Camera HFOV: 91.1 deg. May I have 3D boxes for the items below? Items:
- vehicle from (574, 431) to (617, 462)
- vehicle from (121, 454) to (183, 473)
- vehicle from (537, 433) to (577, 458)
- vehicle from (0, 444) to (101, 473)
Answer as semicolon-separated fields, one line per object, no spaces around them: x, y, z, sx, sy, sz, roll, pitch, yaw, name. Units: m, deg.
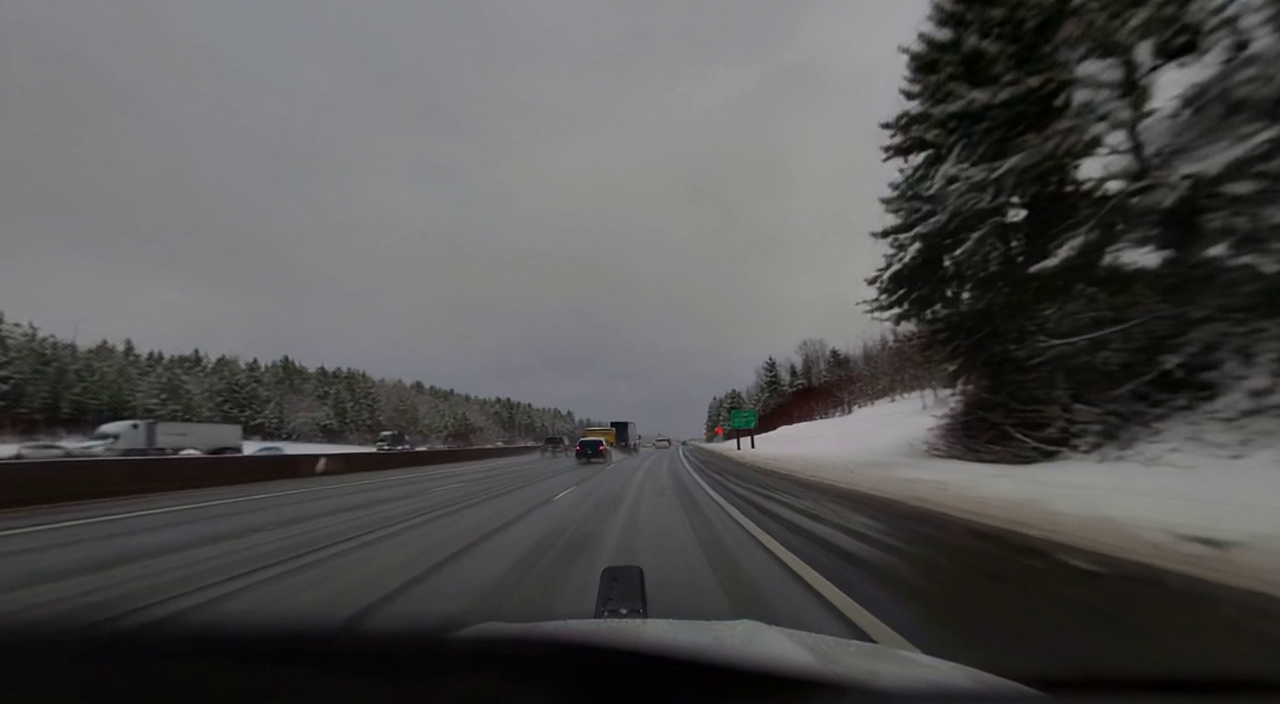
-2.622;5.719;37.892;2.194;1.766;3.720;0;-8;2;vehicle
-36.557;8.336;47.147;1.550;1.275;3.866;-1;-8;0;vehicle
-6.027;6.883;46.058;2.078;1.729;4.722;0;-8;3;vehicle
-40.853;7.298;43.335;2.024;1.820;5.703;0;-8;2;vehicle
